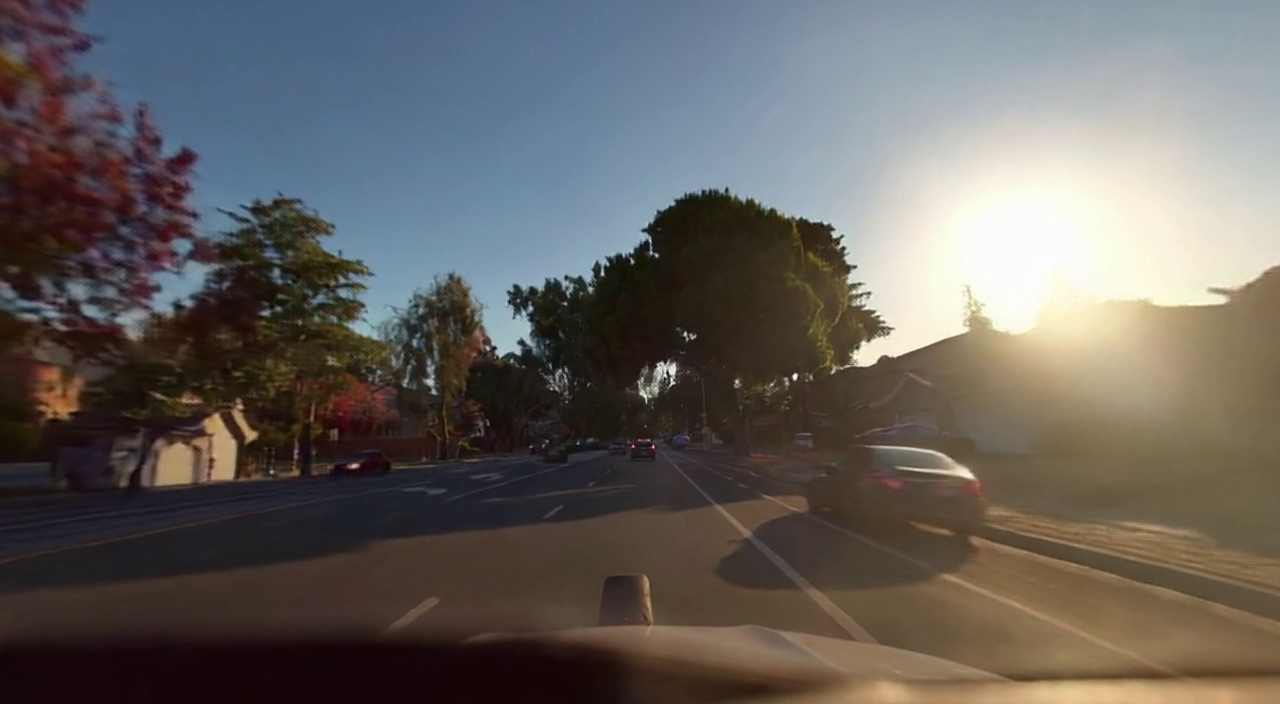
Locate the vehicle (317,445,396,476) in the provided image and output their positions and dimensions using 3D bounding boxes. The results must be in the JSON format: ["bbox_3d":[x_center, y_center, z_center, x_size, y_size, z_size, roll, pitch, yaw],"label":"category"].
[{"bbox_3d":[-14.107,5.388,31.634,1.937,1.386,4.354,-2,-9,1],"label":"vehicle"}]

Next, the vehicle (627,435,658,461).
[{"bbox_3d":[0.178,6.539,42.973,2.024,1.655,4.301,0,-9,0],"label":"vehicle"}]

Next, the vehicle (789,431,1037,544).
[{"bbox_3d":[4.202,2.171,10.860,2.080,1.469,4.898,0,-9,0],"label":"vehicle"}]
